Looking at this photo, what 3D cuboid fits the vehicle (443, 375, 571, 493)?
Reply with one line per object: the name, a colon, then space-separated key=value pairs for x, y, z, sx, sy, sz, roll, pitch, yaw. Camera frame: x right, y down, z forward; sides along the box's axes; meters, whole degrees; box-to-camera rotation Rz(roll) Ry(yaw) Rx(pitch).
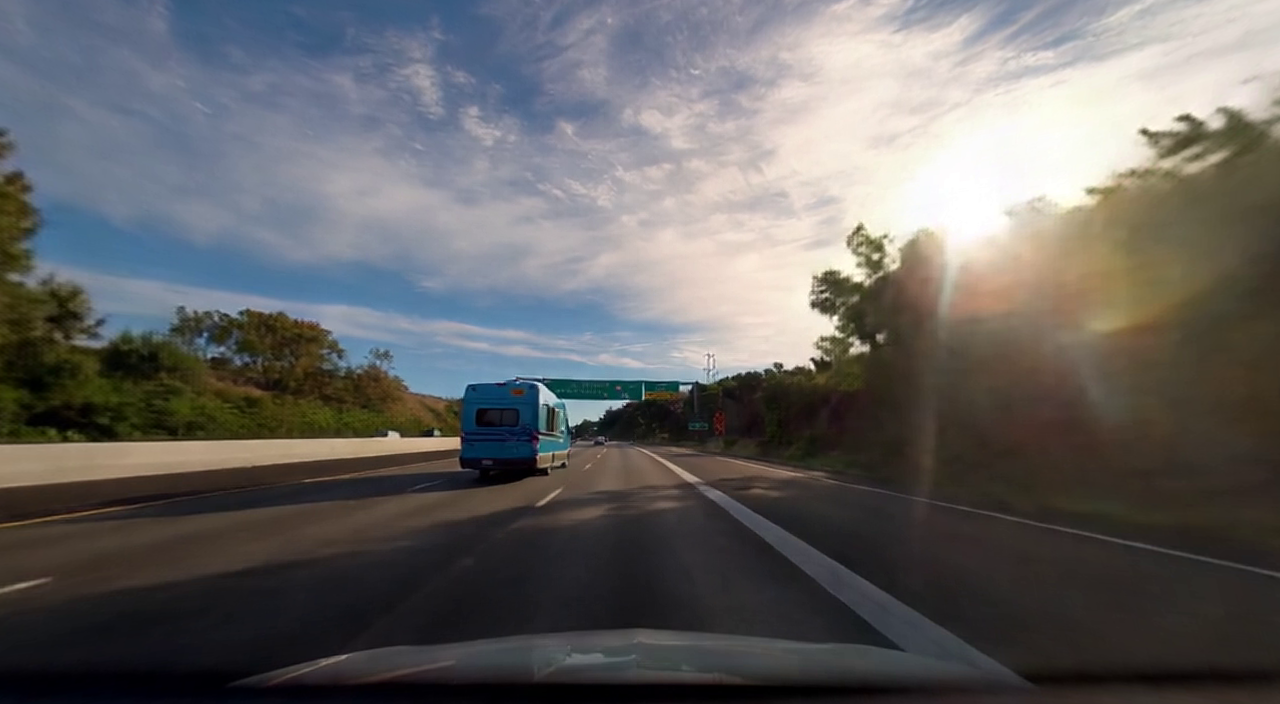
vehicle: x=-4.082 y=2.730 z=21.187 sx=2.676 sy=3.269 sz=7.388 roll=0 pitch=-7 yaw=0
